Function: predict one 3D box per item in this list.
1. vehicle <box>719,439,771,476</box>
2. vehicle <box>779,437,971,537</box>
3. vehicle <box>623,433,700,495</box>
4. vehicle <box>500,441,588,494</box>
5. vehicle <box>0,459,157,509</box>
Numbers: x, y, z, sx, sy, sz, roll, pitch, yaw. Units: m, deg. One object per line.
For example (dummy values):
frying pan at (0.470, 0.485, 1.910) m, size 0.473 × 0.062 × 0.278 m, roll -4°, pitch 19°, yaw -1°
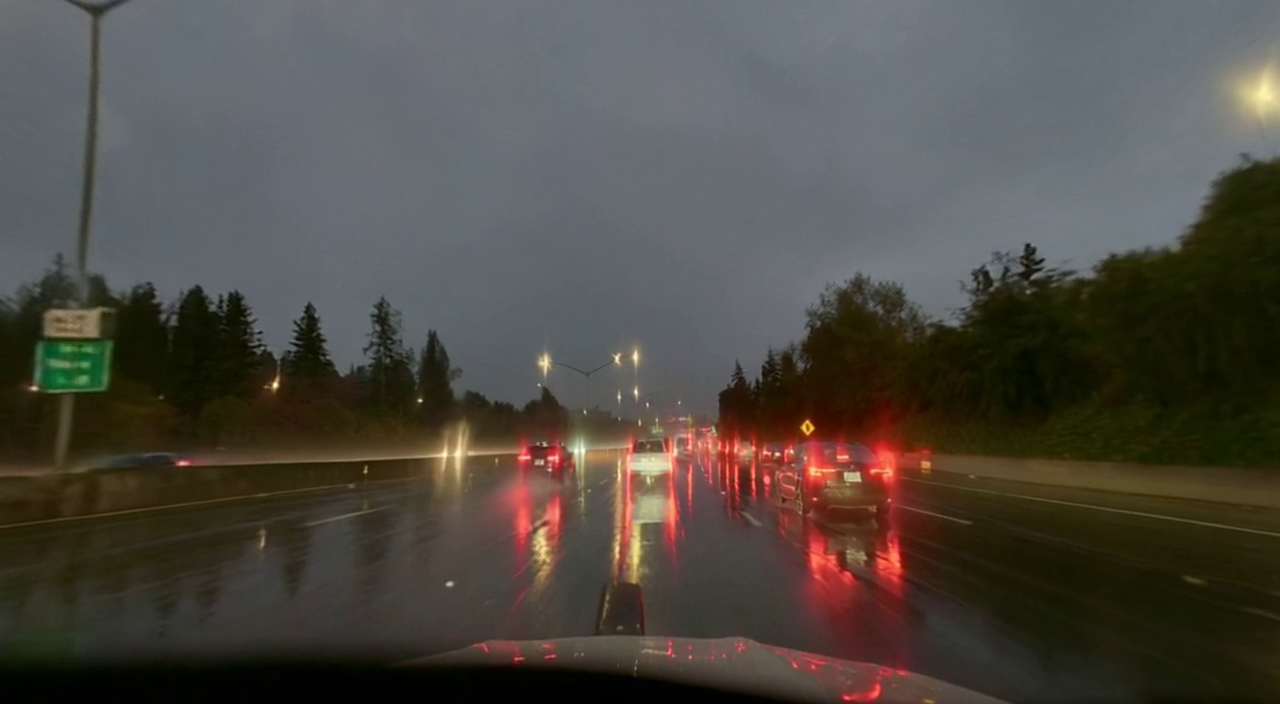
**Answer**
vehicle at (5.322, 5.410, 32.538) m, size 2.063 × 1.710 × 4.591 m, roll 0°, pitch -9°, yaw 2°
vehicle at (4.128, 2.423, 11.976) m, size 1.999 × 1.514 × 4.338 m, roll 0°, pitch -9°, yaw 1°
vehicle at (0.671, 3.488, 19.984) m, size 2.181 × 1.728 × 3.970 m, roll 0°, pitch -9°, yaw 2°
vehicle at (-2.981, 3.684, 20.466) m, size 2.012 × 1.495 × 4.169 m, roll 0°, pitch -9°, yaw 3°
vehicle at (-20.424, 4.727, 22.967) m, size 2.031 × 1.551 × 4.268 m, roll 0°, pitch -9°, yaw 3°
